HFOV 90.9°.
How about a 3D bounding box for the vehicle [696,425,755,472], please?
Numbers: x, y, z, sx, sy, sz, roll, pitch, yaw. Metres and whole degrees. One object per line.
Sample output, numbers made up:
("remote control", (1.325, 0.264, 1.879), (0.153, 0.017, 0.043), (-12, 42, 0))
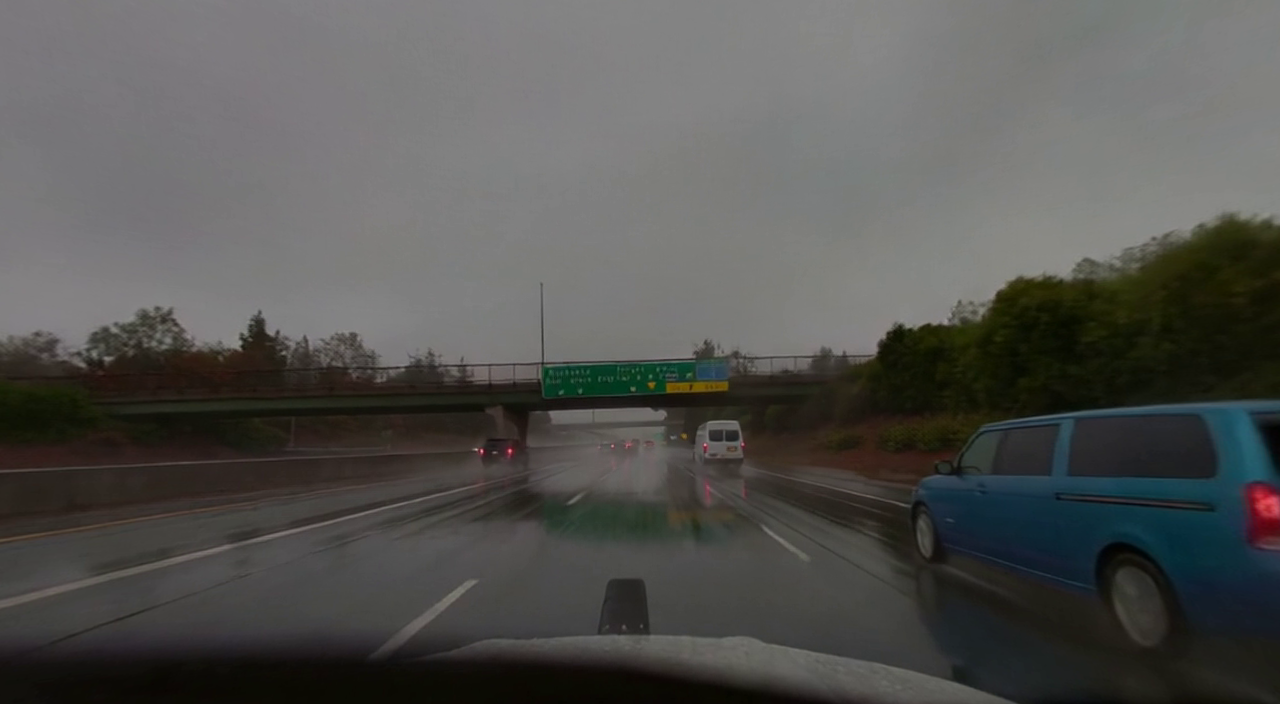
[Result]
("vehicle", (4.378, 5.092, 33.320), (2.347, 2.234, 5.352), (0, -8, 0))

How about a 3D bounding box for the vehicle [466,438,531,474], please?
("vehicle", (-7.060, 5.239, 31.989), (2.068, 1.632, 4.623), (-1, -8, 2))

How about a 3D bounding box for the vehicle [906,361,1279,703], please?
("vehicle", (4.026, 1.159, 4.730), (2.100, 1.690, 4.536), (0, -8, 1))
